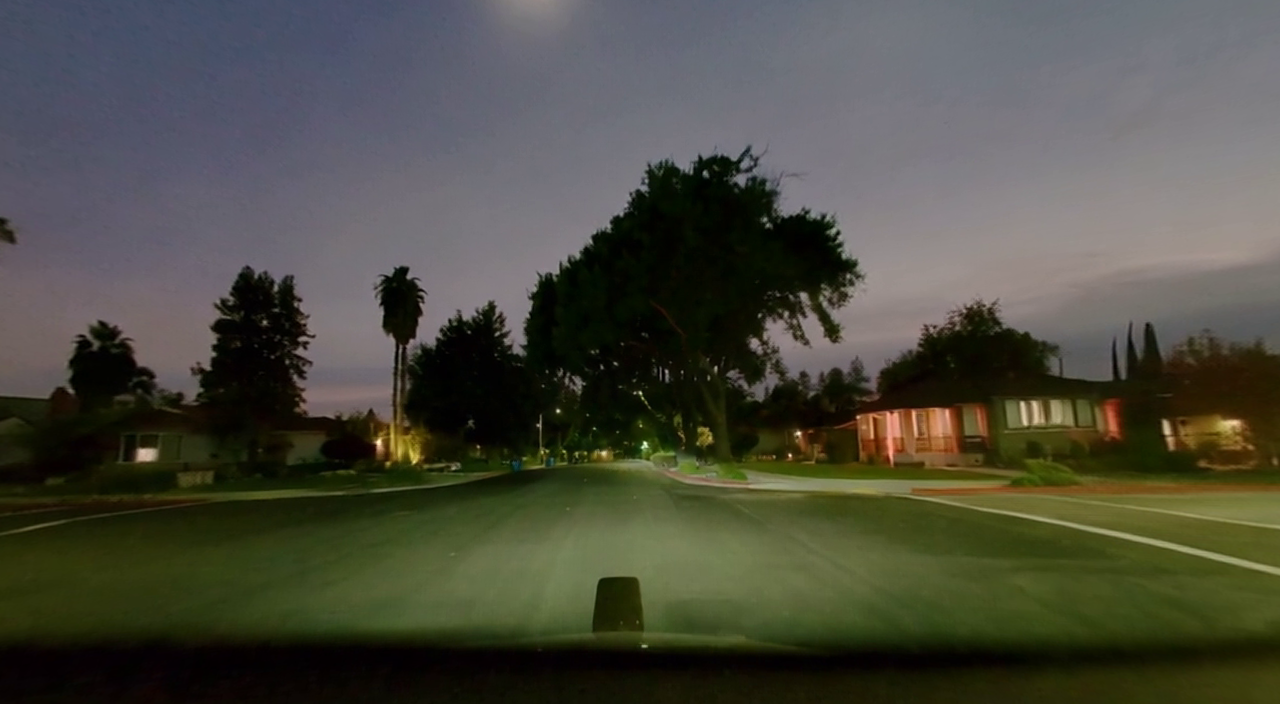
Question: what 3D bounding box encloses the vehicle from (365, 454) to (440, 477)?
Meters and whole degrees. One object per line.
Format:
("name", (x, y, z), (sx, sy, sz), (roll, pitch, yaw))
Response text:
("vehicle", (-16.276, 7.763, 43.410), (4.358, 1.516, 2.077), (1, -9, -4))
